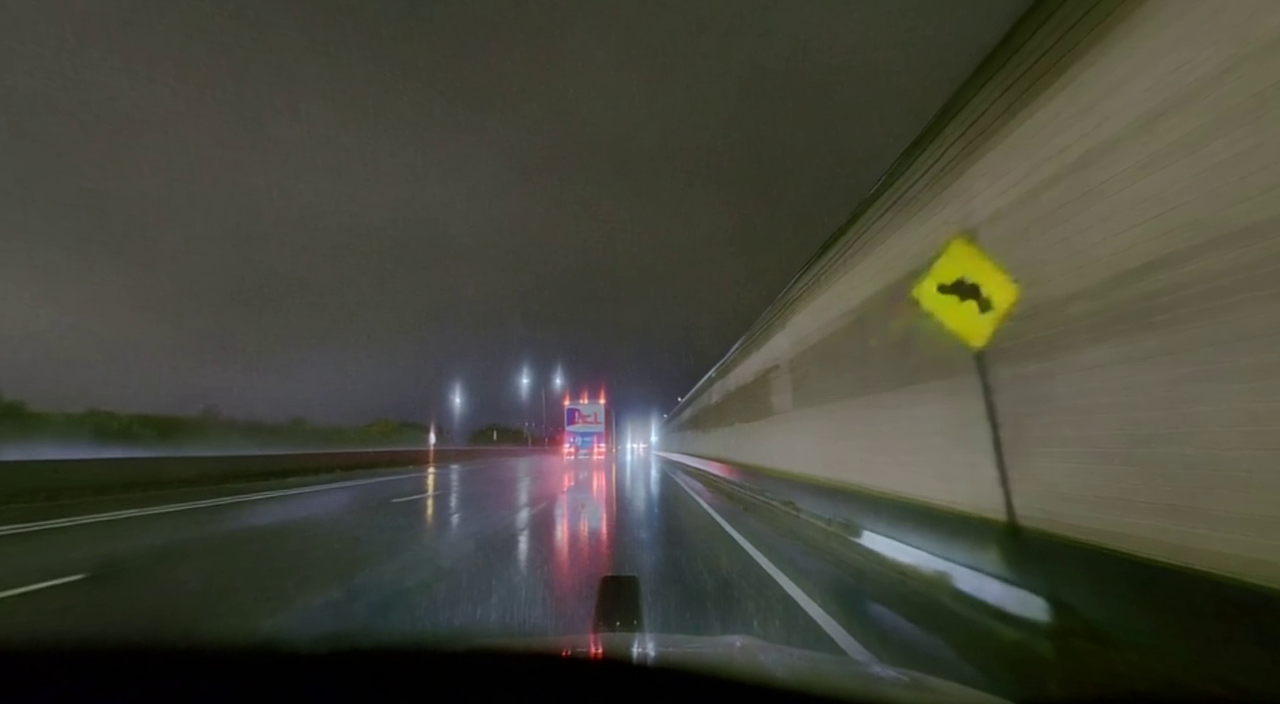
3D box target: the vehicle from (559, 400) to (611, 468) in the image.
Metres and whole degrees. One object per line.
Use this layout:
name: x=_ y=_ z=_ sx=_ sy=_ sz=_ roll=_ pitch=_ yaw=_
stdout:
vehicle: x=-3.633 y=5.720 z=43.680 sx=2.796 sy=4.184 sz=8.554 roll=0 pitch=-8 yaw=0
